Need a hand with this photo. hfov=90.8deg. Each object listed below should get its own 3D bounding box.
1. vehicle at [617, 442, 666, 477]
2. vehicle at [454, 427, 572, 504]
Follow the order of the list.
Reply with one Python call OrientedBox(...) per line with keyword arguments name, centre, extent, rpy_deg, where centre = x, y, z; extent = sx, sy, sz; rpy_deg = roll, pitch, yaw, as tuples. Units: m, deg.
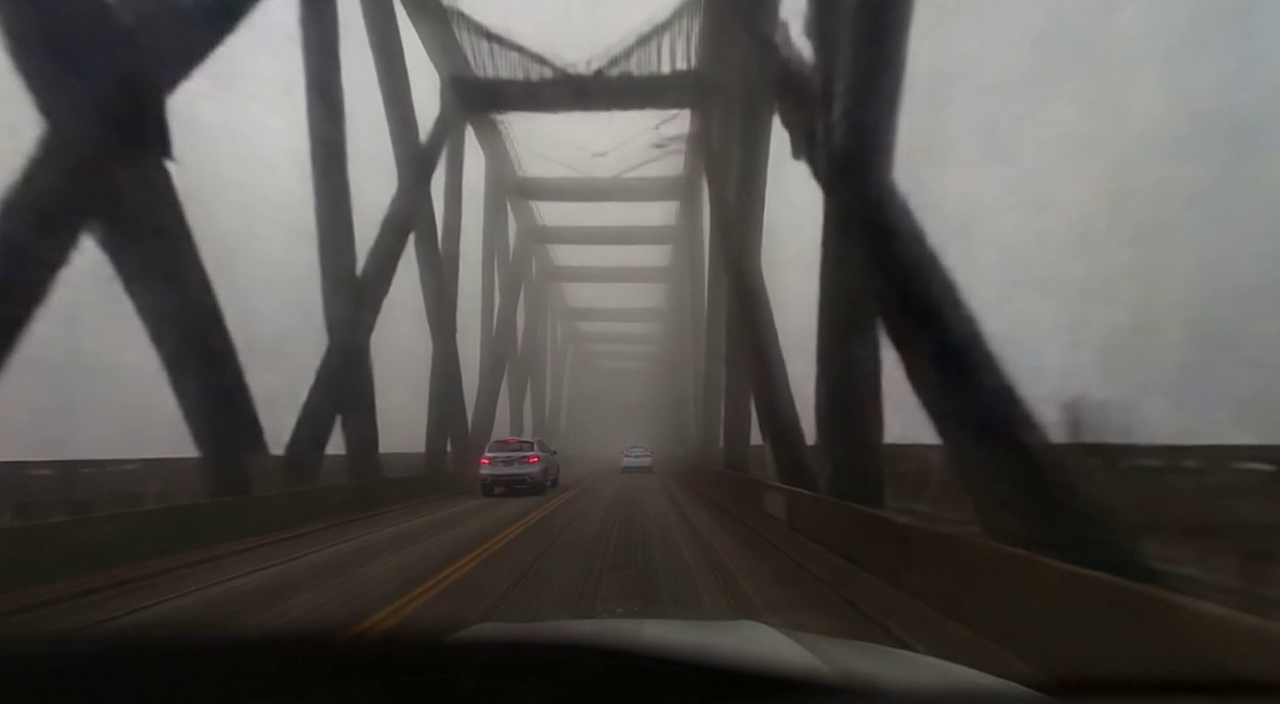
OrientedBox(name="vehicle", centre=(0.037, 4.857, 28.806), extent=(2.048, 1.450, 3.973), rpy_deg=(0, -9, -1))
OrientedBox(name="vehicle", centre=(-3.318, 3.095, 17.642), extent=(2.190, 1.807, 4.741), rpy_deg=(-1, -9, 2))
